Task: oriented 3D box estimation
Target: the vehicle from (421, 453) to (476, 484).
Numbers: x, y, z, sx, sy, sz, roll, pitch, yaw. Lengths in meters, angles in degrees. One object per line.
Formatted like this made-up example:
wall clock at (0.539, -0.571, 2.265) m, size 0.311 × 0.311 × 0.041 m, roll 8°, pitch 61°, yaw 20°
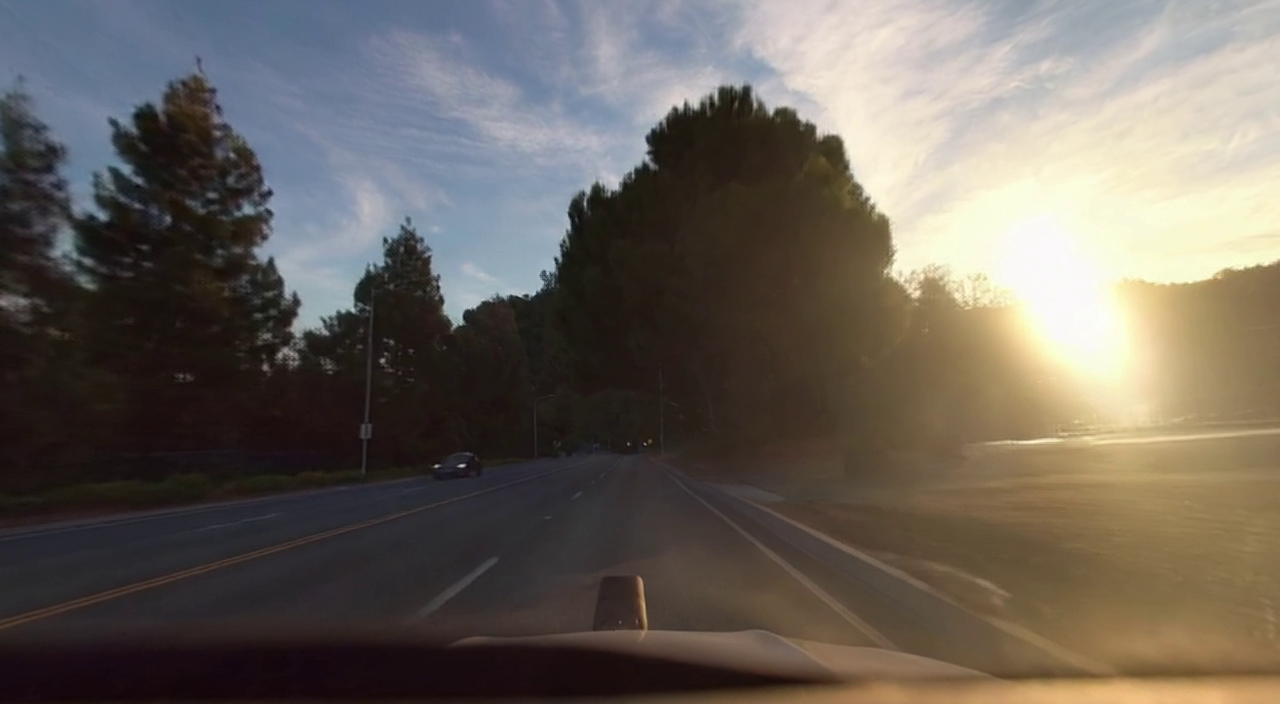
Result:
vehicle at (-10.091, 6.160, 33.441) m, size 1.766 × 1.473 × 3.795 m, roll -1°, pitch -9°, yaw -1°
